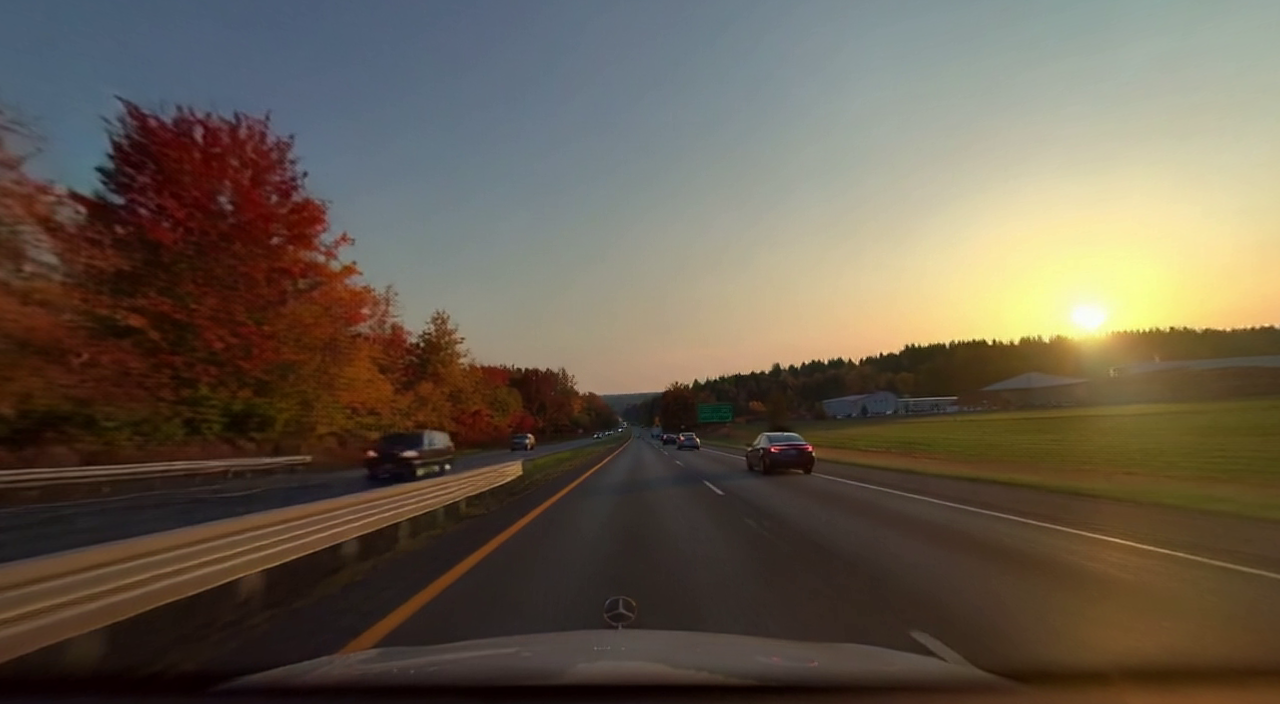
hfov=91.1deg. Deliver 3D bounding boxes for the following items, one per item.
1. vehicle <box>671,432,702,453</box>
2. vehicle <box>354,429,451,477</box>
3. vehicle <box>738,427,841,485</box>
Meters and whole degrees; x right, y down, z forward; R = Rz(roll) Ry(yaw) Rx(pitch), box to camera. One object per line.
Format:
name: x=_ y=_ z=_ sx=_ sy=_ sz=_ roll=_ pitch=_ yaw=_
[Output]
vehicle: x=3.609 y=7.085 z=49.026 sx=2.057 sy=1.540 sz=4.158 roll=0 pitch=-8 yaw=-1
vehicle: x=-8.404 y=3.607 z=22.632 sx=1.916 sy=1.549 sz=4.032 roll=0 pitch=-8 yaw=0
vehicle: x=4.358 y=3.096 z=19.041 sx=2.024 sy=1.516 sz=4.197 roll=0 pitch=-8 yaw=-1
